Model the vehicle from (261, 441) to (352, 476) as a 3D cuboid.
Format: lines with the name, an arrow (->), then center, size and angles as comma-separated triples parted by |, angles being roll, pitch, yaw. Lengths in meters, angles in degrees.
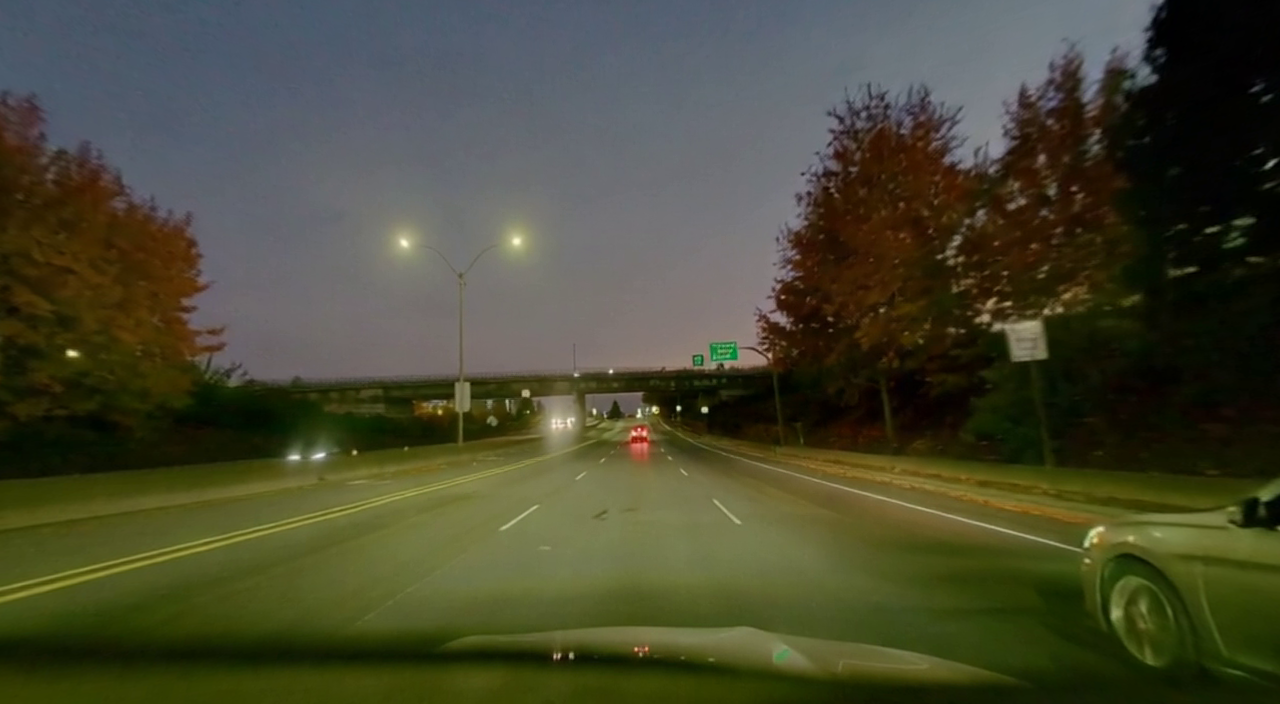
vehicle -> -15.645, 5.004, 29.817 | 1.907, 1.488, 4.286 | 0, -8, 1

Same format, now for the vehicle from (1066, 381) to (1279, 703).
vehicle -> 3.635, 0.745, 1.569 | 2.063, 1.542, 4.420 | 0, -8, 1
